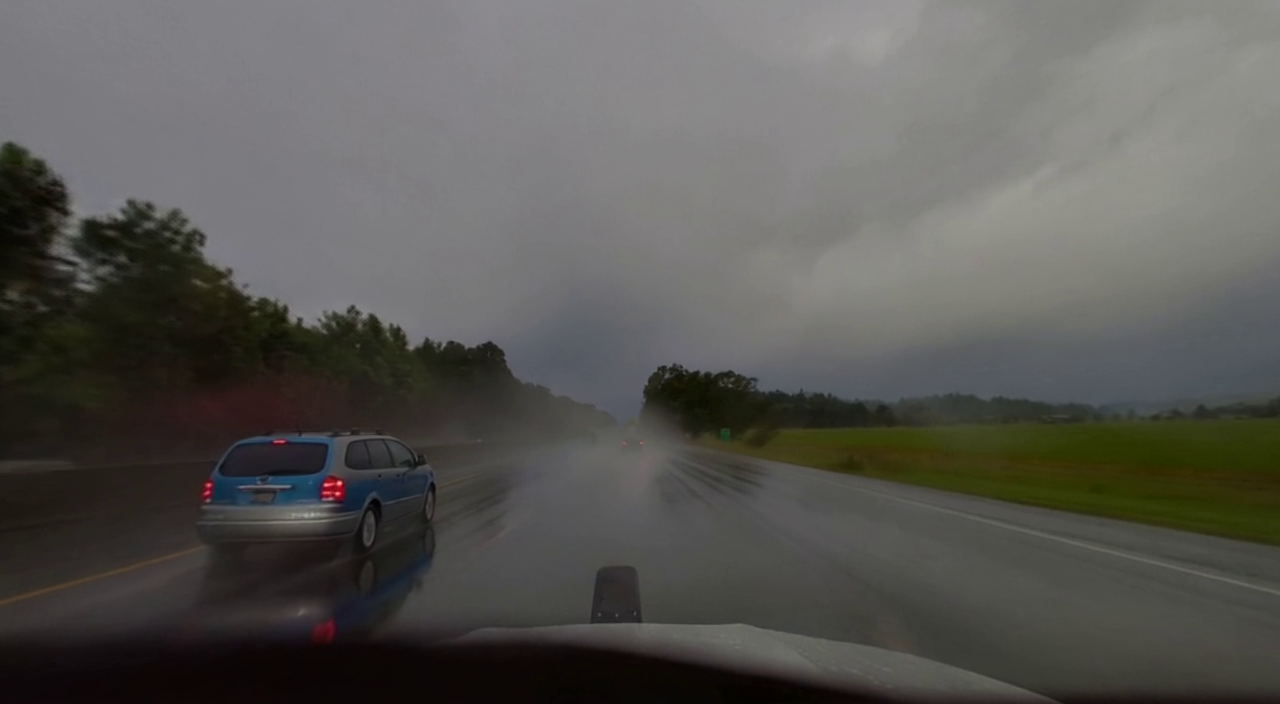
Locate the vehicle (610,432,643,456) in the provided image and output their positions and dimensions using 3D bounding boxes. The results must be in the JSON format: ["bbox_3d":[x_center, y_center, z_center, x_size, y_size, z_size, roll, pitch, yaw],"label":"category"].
[{"bbox_3d":[-0.923,6.502,44.539,2.162,1.616,4.242,0,-8,0],"label":"vehicle"}]

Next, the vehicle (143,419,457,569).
[{"bbox_3d":[-4.012,1.702,8.422,1.931,1.483,4.105,0,-8,-1],"label":"vehicle"}]
